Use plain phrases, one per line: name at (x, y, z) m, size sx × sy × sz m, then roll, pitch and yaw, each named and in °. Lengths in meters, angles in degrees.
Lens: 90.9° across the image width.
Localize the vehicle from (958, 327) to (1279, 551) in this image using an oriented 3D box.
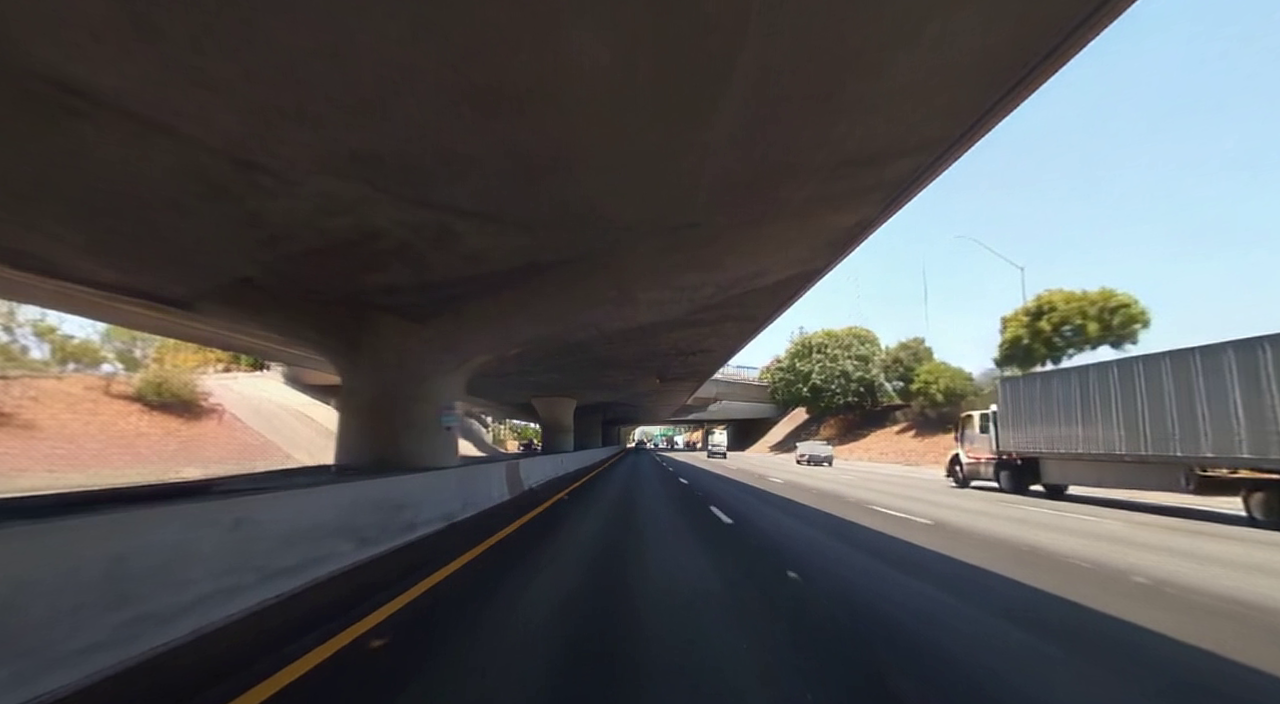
vehicle at (10.742, 1.774, 12.682) m, size 2.960 × 3.207 × 10.950 m, roll 0°, pitch -8°, yaw 0°
